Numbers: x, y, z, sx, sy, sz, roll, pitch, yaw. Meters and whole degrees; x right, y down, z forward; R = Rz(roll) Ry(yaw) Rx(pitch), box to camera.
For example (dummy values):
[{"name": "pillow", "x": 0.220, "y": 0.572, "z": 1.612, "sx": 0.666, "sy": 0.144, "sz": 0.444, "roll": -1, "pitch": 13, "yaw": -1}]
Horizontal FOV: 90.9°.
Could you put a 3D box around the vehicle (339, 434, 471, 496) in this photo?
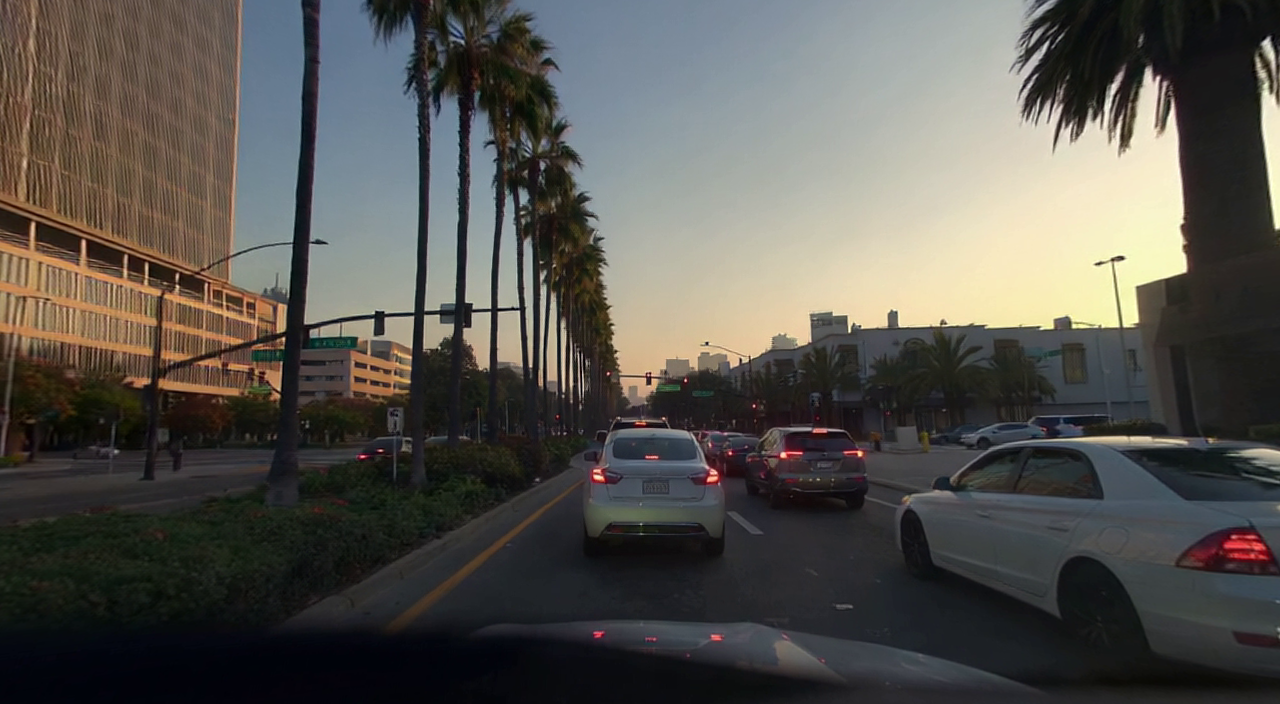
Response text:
[{"name": "vehicle", "x": -6.254, "y": 3.048, "z": 17.397, "sx": 1.900, "sy": 1.487, "sz": 4.165, "roll": 0, "pitch": -8, "yaw": 2}]

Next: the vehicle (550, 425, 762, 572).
[{"name": "vehicle", "x": 0.181, "y": 1.787, "z": 8.453, "sx": 2.140, "sy": 1.474, "sz": 4.026, "roll": 0, "pitch": -8, "yaw": 1}]

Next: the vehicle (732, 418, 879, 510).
[{"name": "vehicle", "x": 3.497, "y": 2.474, "z": 14.308, "sx": 2.169, "sy": 1.751, "sz": 4.276, "roll": 0, "pitch": -8, "yaw": 0}]

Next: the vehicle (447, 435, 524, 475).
[{"name": "vehicle", "x": -6.041, "y": 4.095, "z": 25.212, "sx": 1.822, "sy": 1.456, "sz": 4.396, "roll": -1, "pitch": -8, "yaw": 2}]

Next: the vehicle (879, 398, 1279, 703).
[{"name": "vehicle", "x": 3.546, "y": 1.226, "z": 4.483, "sx": 1.910, "sy": 1.490, "sz": 4.661, "roll": 0, "pitch": -8, "yaw": 1}]
